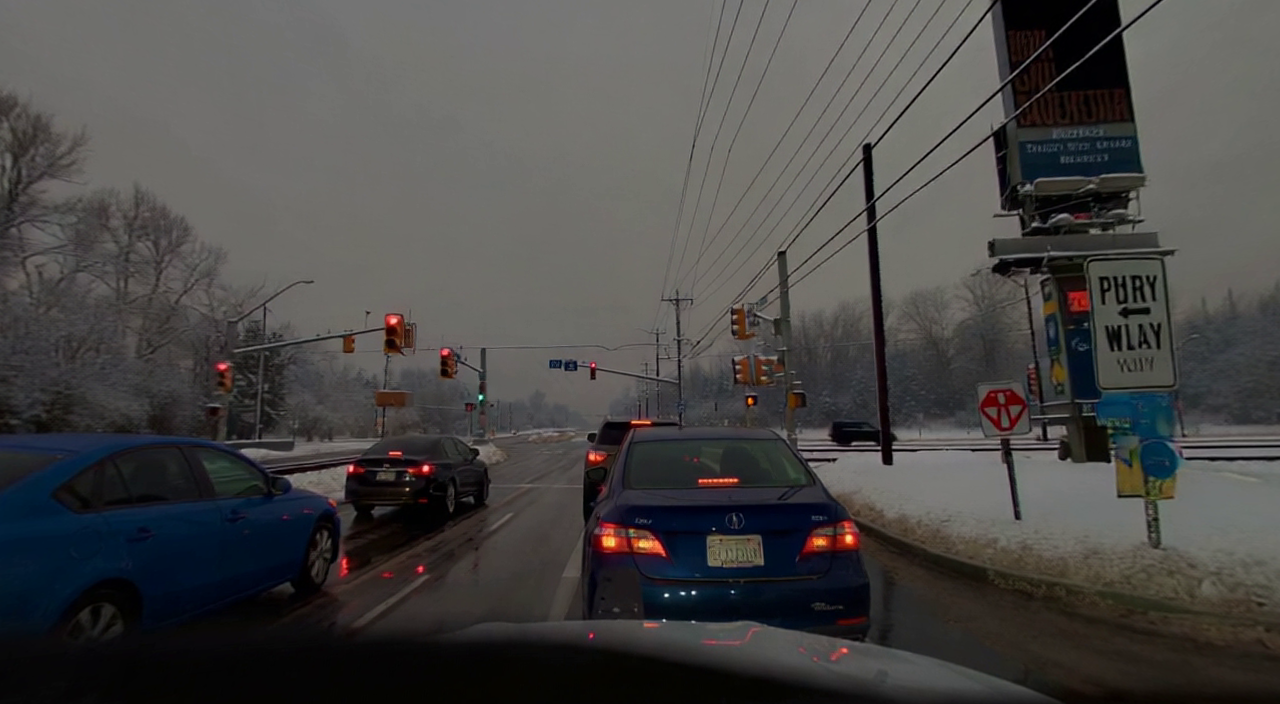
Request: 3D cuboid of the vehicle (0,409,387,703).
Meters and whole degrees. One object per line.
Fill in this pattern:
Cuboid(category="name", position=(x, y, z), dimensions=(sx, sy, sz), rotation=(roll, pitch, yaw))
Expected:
Cuboid(category="vehicle", position=(-3.715, 1.255, 4.495), dimensions=(1.956, 1.468, 4.585), rotation=(0, -9, -1))

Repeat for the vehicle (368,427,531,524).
Cuboid(category="vehicle", position=(-3.366, 2.257, 12.070), dimensions=(1.984, 1.505, 4.047), rotation=(0, -9, -2))

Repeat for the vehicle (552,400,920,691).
Cuboid(category="vehicle", position=(0.406, 1.329, 5.455), dimensions=(1.998, 1.529, 3.960), rotation=(1, -9, -4))
